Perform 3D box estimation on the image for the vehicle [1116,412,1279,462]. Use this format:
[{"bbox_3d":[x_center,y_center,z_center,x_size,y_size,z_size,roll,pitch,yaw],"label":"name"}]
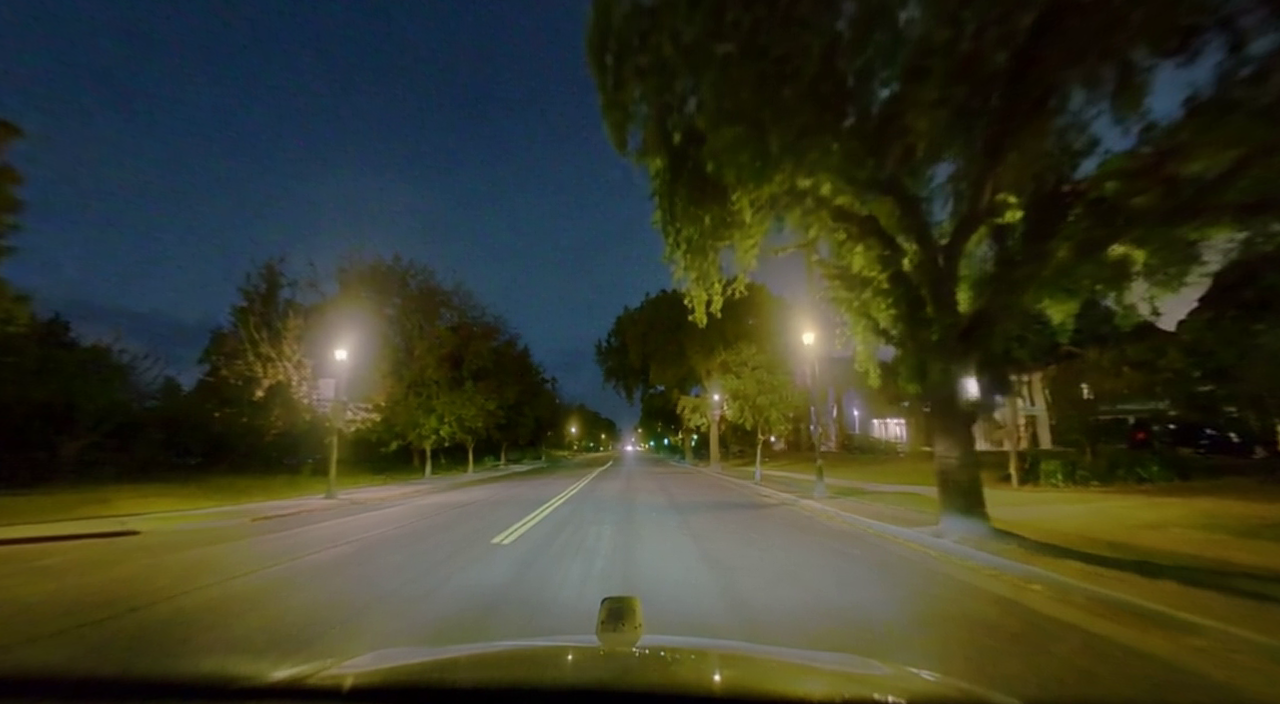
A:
[{"bbox_3d":[18.863,2.884,21.327,3.730,1.604,2.027,0,-8,1],"label":"vehicle"}]
